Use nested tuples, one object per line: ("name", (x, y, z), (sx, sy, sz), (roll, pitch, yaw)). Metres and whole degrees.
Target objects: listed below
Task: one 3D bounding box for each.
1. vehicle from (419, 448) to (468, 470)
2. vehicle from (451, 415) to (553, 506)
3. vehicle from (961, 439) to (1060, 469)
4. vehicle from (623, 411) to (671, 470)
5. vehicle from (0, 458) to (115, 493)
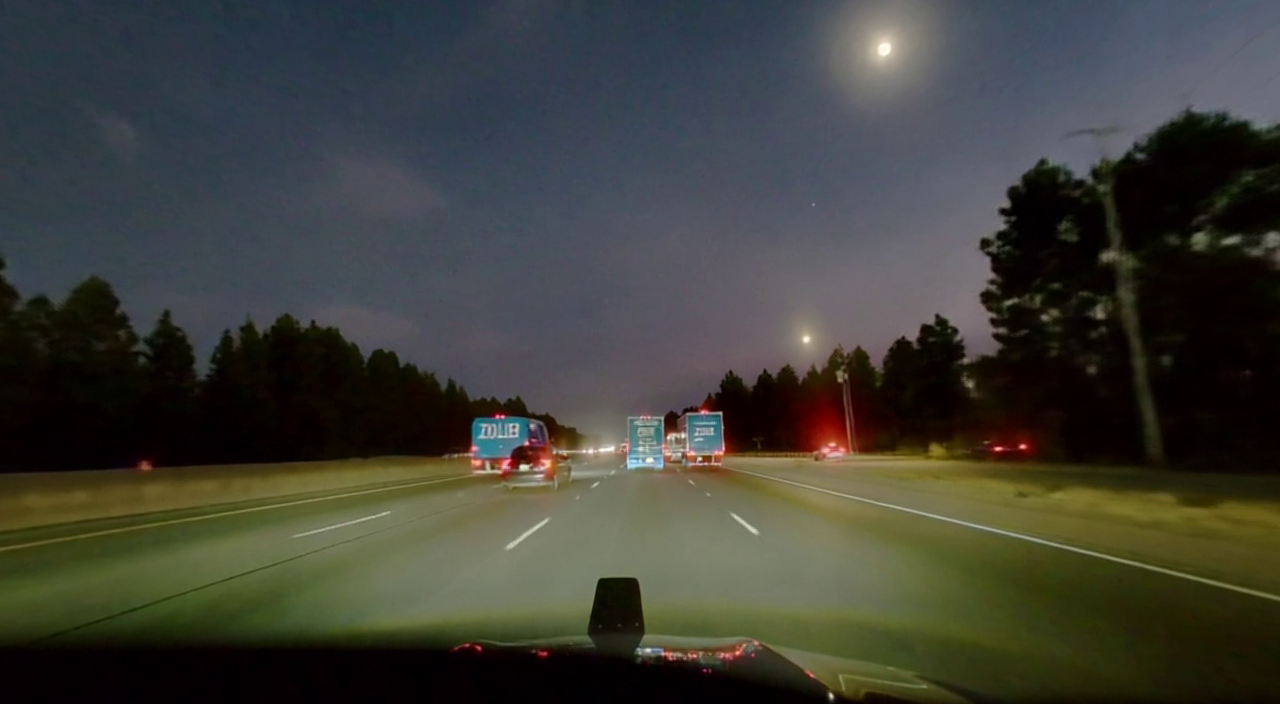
("vehicle", (-13.271, 7.228, 42.766), (1.835, 1.418, 4.358), (0, -9, 1))
("vehicle", (-3.637, 2.946, 17.357), (2.033, 2.234, 3.490), (0, -9, -1))
("vehicle", (22.012, 6.083, 37.605), (2.108, 1.659, 4.515), (7, -12, -40))
("vehicle", (0.402, 6.865, 48.539), (3.201, 4.019, 10.918), (0, -9, -1))
("vehicle", (-28.074, 5.887, 30.326), (1.774, 1.479, 4.454), (0, -9, 0))
